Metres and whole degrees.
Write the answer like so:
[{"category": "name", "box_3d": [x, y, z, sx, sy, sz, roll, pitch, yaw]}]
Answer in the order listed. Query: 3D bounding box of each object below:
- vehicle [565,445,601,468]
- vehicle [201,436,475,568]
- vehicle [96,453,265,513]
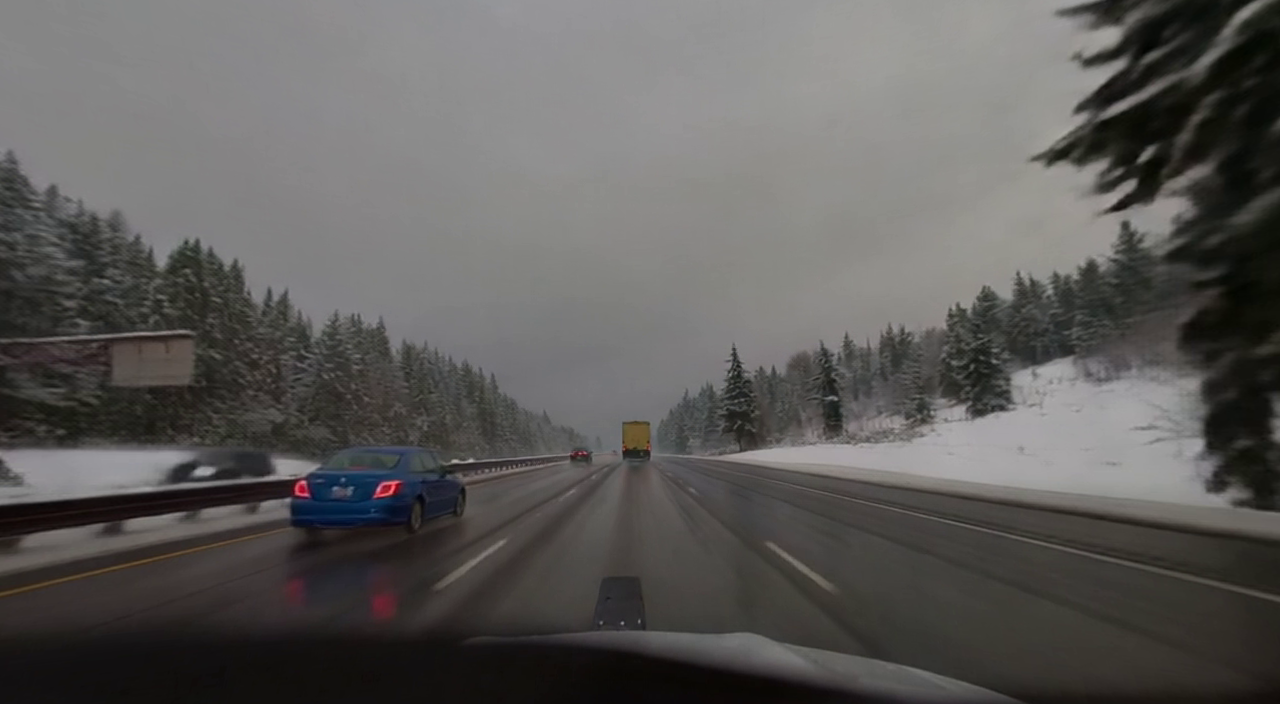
[{"category": "vehicle", "box_3d": [-4.334, 7.971, 48.267, 2.311, 1.655, 4.382, 0, -9, 0]}, {"category": "vehicle", "box_3d": [-4.069, 2.071, 9.552, 1.916, 1.506, 4.476, 0, -9, 0]}, {"category": "vehicle", "box_3d": [-13.688, 3.872, 19.163, 2.001, 1.574, 4.157, 0, -9, 0]}]
